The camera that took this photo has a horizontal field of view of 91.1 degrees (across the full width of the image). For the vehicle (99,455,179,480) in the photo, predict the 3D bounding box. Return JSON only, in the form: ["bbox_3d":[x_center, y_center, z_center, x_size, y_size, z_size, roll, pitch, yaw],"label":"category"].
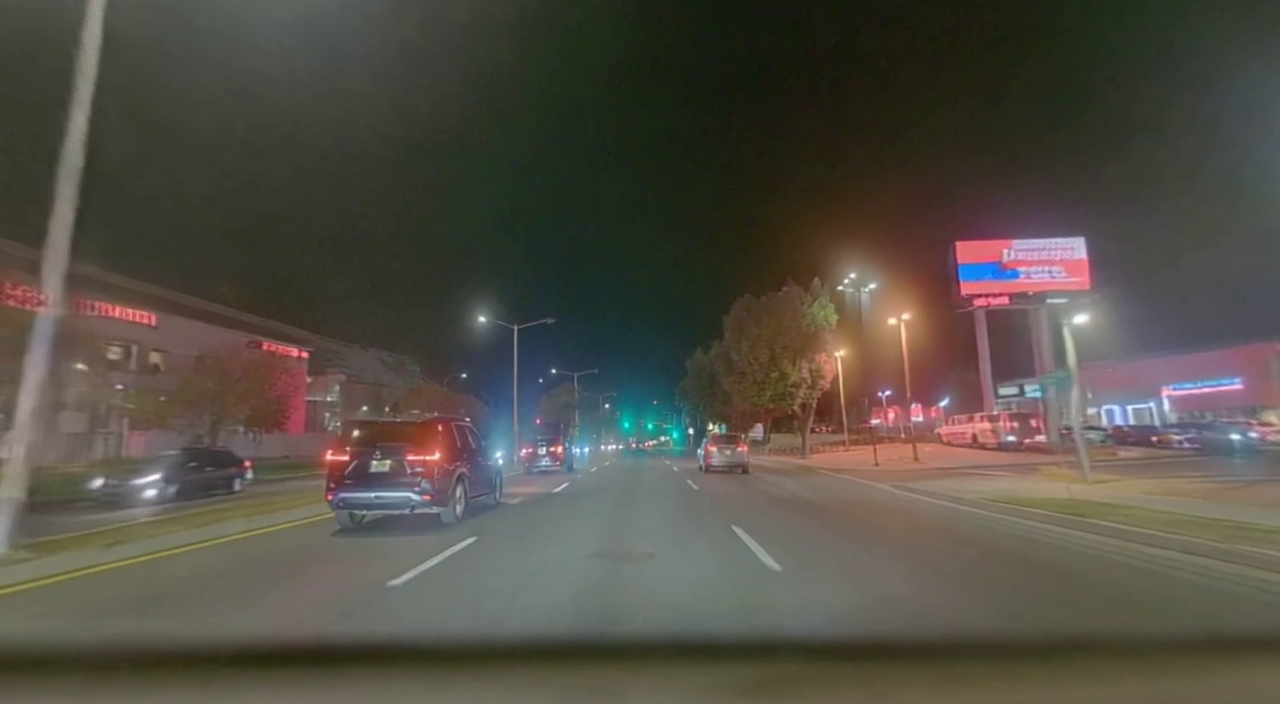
[{"bbox_3d":[-30.929,7.117,38.873,3.686,1.382,1.629,6,-10,-36],"label":"vehicle"}]

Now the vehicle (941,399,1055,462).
[{"bbox_3d":[21.999,4.951,39.146,2.758,3.509,7.034,0,-8,-1],"label":"vehicle"}]

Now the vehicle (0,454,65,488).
[{"bbox_3d":[-31.361,5.940,31.403,3.631,1.578,1.612,6,-10,-38],"label":"vehicle"}]

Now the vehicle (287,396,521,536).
[{"bbox_3d":[-3.735,1.922,11.183,2.210,1.925,4.838,0,-8,1],"label":"vehicle"}]

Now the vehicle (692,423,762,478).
[{"bbox_3d":[3.257,3.799,24.448,2.024,1.921,4.431,0,-8,-1],"label":"vehicle"}]

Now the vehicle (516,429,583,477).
[{"bbox_3d":[-3.606,4.090,25.786,2.014,1.775,4.404,0,-8,1],"label":"vehicle"}]

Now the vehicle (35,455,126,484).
[{"bbox_3d":[-31.042,6.478,34.901,3.607,1.428,1.639,7,-11,-41],"label":"vehicle"}]

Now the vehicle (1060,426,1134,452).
[{"bbox_3d":[30.364,5.810,41.838,1.830,1.651,3.967,0,-8,-1],"label":"vehicle"}]

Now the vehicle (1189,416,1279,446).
[{"bbox_3d":[33.595,4.497,35.379,1.776,1.565,3.870,0,-9,1],"label":"vehicle"}]

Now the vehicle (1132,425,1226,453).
[{"bbox_3d":[30.848,5.022,36.100,1.735,1.478,4.040,0,-8,-2],"label":"vehicle"}]

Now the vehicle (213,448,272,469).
[{"bbox_3d":[-29.856,8.015,47.283,3.617,1.442,1.608,4,-9,-29],"label":"vehicle"}]
